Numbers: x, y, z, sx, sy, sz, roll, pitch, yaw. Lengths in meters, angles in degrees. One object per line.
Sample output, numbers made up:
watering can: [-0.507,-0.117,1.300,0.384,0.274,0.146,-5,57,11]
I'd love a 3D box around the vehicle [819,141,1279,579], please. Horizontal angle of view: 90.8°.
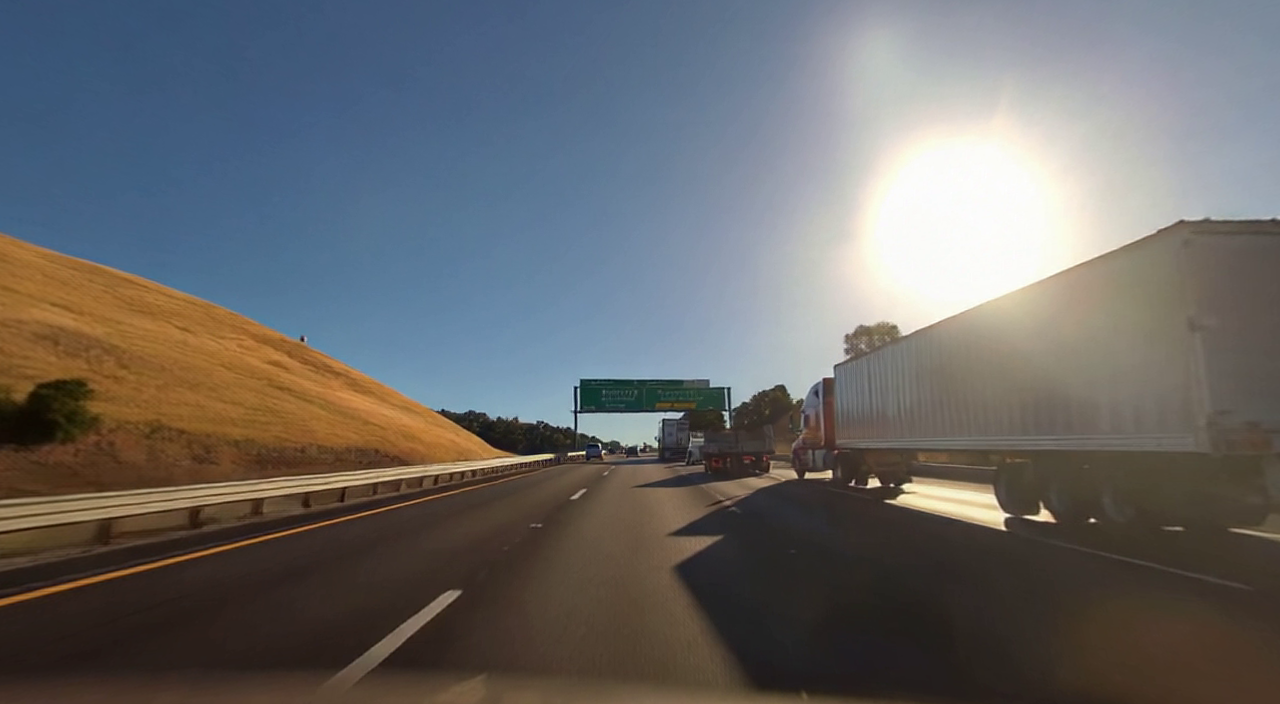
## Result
vehicle: [7.667,1.194,13.422,2.935,4.187,16.357,0,-9,0]

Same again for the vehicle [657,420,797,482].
vehicle: [3.272,3.869,24.792,5.075,2.277,2.365,0,-9,-2]
